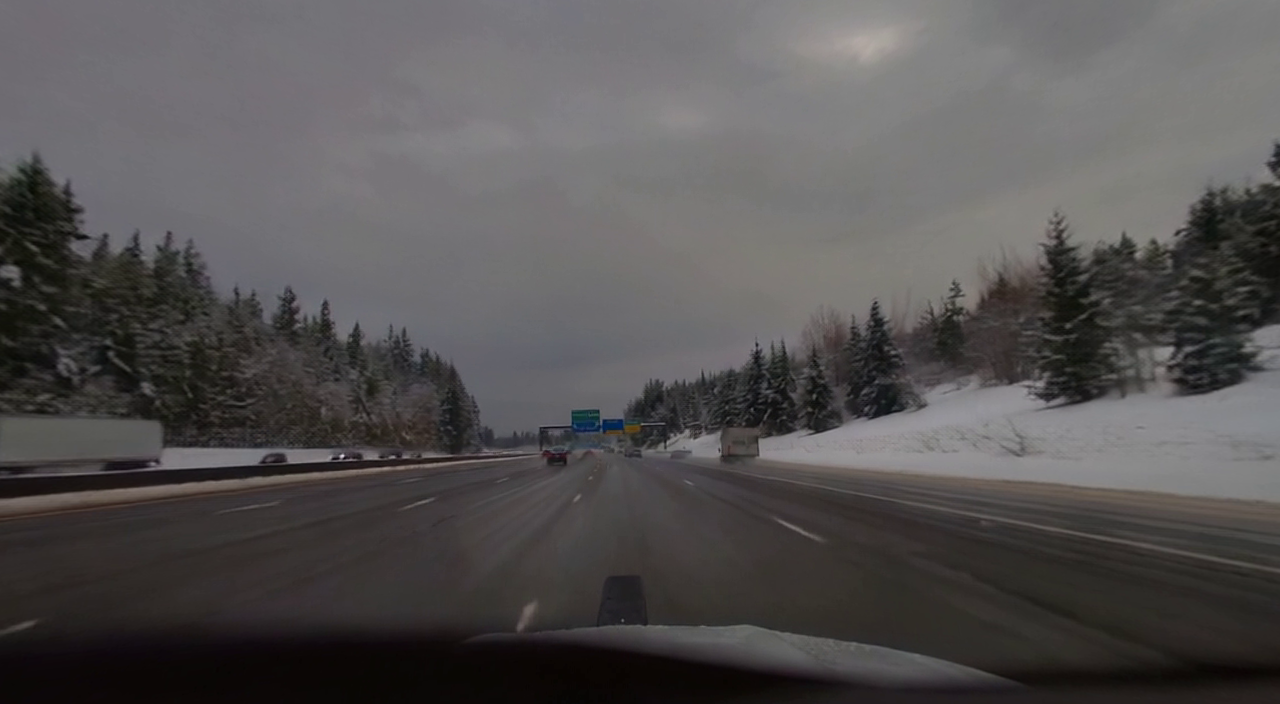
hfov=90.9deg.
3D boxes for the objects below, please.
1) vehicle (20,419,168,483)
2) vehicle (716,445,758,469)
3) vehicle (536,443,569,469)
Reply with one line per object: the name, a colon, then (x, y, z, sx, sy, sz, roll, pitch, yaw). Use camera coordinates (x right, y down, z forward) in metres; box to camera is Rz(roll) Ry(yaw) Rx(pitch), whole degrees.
vehicle: (-37.196, 6.830, 43.552, 3.241, 3.916, 8.352, 1, -9, -6)
vehicle: (6.684, 7.299, 43.902, 1.989, 1.591, 4.348, 0, -9, -4)
vehicle: (-6.593, 7.897, 47.850, 2.167, 1.847, 4.097, 0, -9, -4)
